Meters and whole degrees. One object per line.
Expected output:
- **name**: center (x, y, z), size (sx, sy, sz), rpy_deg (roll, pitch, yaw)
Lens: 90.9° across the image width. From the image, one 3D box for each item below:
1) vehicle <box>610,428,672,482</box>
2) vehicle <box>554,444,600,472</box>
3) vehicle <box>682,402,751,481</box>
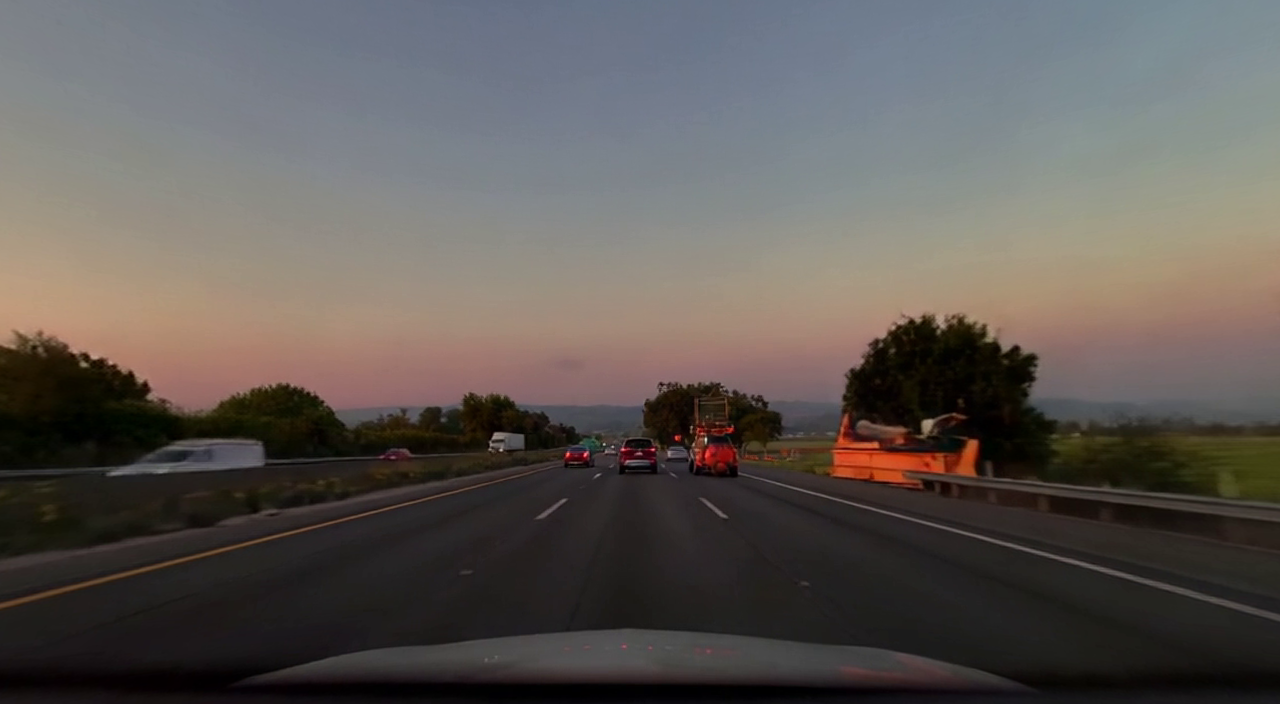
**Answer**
- **vehicle**: center (0.063, 4.204, 25.921), size (2.308, 1.993, 4.631), rpy_deg (0, -8, 1)
- **vehicle**: center (-3.478, 5.974, 35.716), size (2.096, 1.469, 4.319), rpy_deg (0, -8, 1)
- **vehicle**: center (4.047, 5.089, 35.611), size (2.793, 3.828, 9.580), rpy_deg (0, -8, 1)
